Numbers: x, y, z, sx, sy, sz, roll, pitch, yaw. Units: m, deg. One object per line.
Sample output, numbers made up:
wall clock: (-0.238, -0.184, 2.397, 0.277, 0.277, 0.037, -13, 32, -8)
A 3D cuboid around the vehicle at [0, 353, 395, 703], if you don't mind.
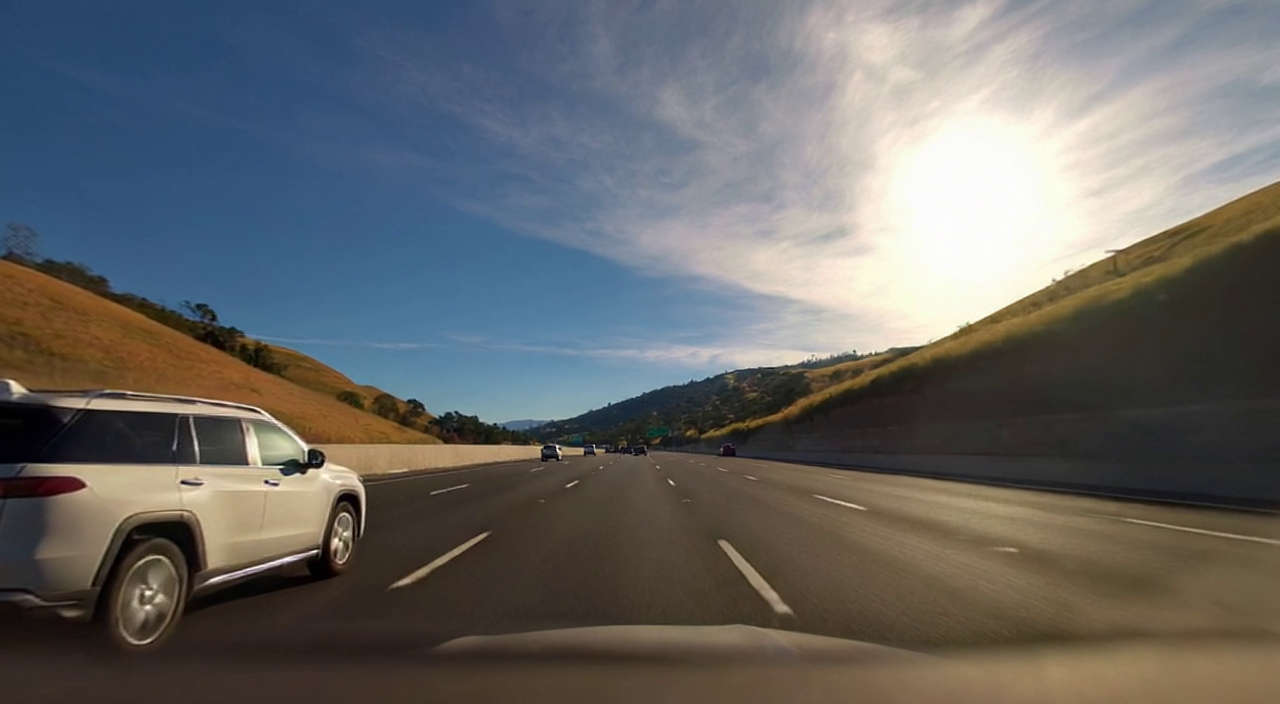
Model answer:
vehicle: (-3.880, 1.186, 4.911, 2.047, 1.715, 4.689, 0, -9, 0)
